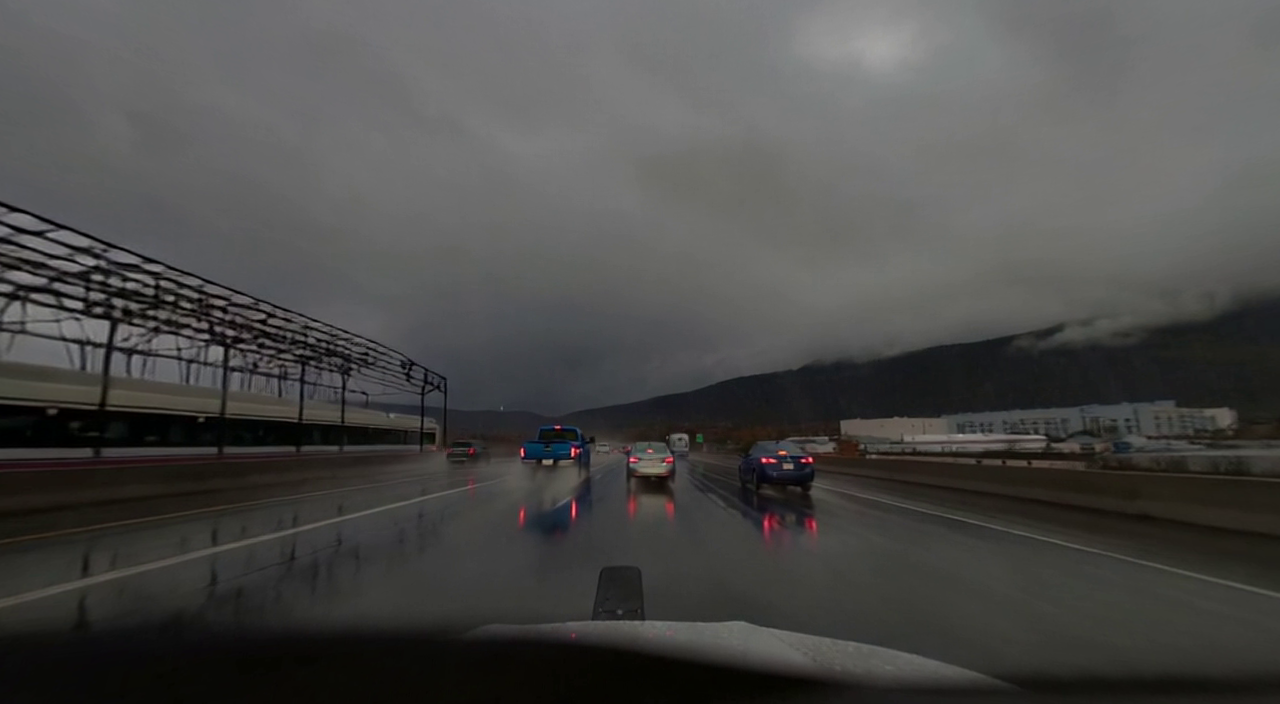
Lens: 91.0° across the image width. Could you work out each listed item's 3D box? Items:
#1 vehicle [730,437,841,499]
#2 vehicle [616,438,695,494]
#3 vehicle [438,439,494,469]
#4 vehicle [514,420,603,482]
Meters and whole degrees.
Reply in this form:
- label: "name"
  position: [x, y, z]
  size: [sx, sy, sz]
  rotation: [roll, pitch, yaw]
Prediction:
- label: "vehicle"
  position: [3.972, 3.258, 18.117]
  size: [2.023, 1.510, 4.773]
  rotation: [0, -9, -1]
- label: "vehicle"
  position: [0.421, 3.441, 19.362]
  size: [2.171, 1.493, 4.081]
  rotation: [0, -9, 0]
- label: "vehicle"
  position: [-10.800, 6.365, 39.381]
  size: [2.137, 1.728, 4.665]
  rotation: [0, -9, 0]
- label: "vehicle"
  position: [-3.152, 4.083, 26.244]
  size: [2.733, 2.230, 6.820]
  rotation: [0, -9, 1]
